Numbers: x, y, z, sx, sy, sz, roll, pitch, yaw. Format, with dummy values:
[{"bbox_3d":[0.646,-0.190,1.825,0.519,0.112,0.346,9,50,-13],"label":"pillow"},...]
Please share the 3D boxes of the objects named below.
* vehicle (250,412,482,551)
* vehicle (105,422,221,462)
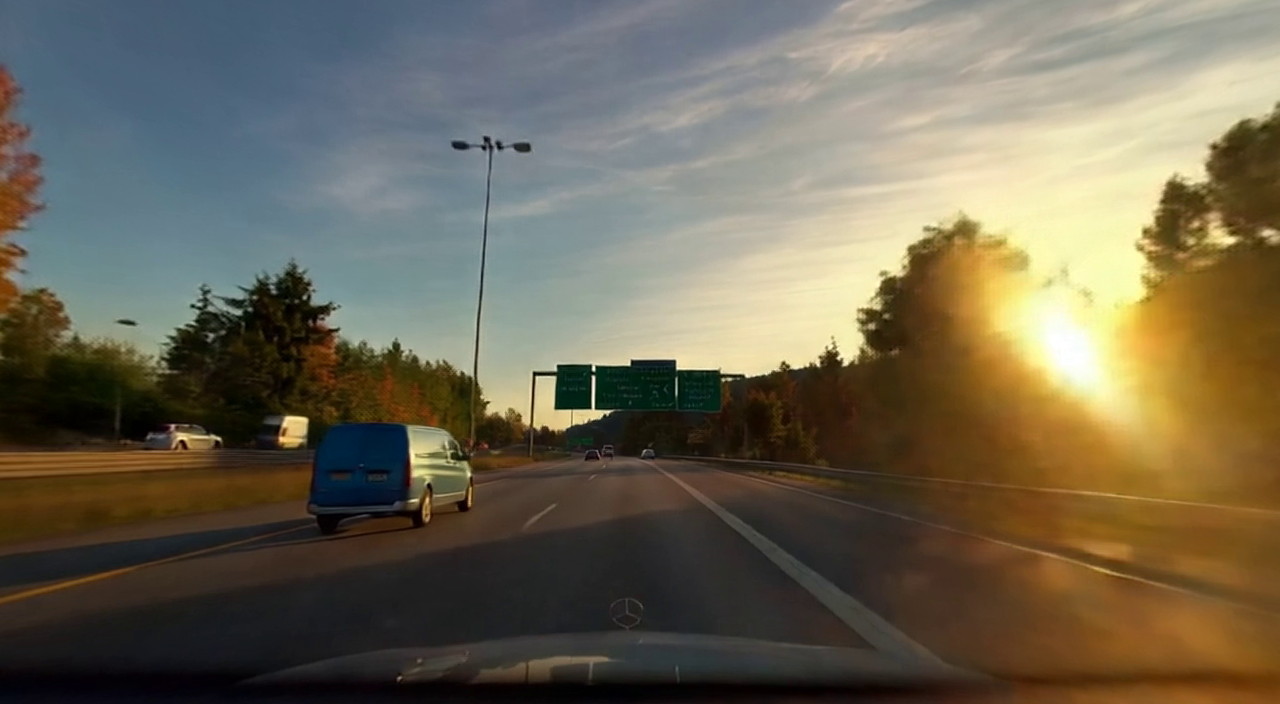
[{"bbox_3d":[-4.116,2.026,10.449,1.971,1.795,4.389,0,-9,-2],"label":"vehicle"},{"bbox_3d":[-19.210,3.693,25.599,1.879,1.492,3.607,0,-9,0],"label":"vehicle"}]
